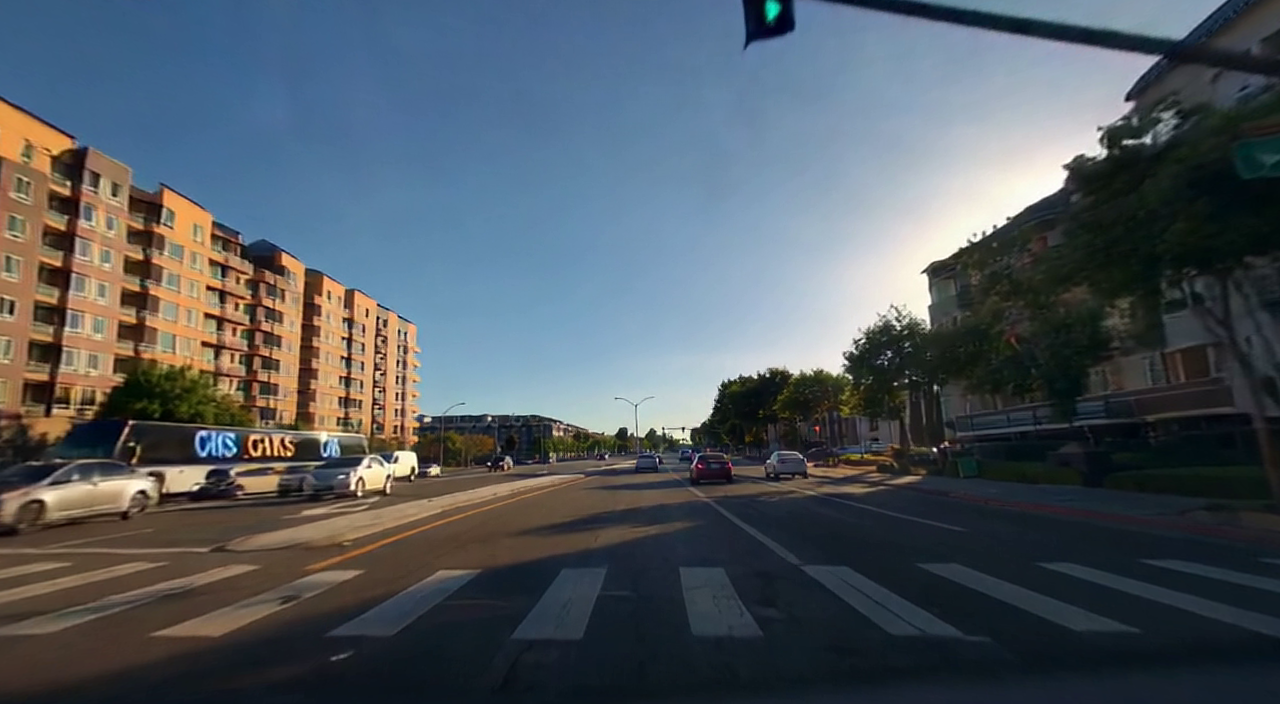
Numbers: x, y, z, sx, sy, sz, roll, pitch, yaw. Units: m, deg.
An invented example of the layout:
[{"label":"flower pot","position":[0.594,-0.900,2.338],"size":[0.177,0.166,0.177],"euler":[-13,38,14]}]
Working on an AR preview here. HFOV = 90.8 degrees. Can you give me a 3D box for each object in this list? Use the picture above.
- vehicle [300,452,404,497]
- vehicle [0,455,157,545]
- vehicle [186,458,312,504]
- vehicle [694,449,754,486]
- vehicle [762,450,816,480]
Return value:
[{"label":"vehicle","position":[-11.391,4.838,25.380],"size":[1.919,1.602,4.346],"euler":[-1,-9,3]},{"label":"vehicle","position":[-11.893,2.741,12.023],"size":[2.026,1.478,4.086],"euler":[-1,-9,3]},{"label":"vehicle","position":[-14.859,4.896,24.349],"size":[1.918,1.485,4.412],"euler":[-1,-9,2]},{"label":"vehicle","position":[3.599,5.047,27.949],"size":[2.020,1.479,4.650],"euler":[0,-9,0]},{"label":"vehicle","position":[8.032,6.108,34.402],"size":[1.932,1.439,4.159],"euler":[0,-9,0]}]
